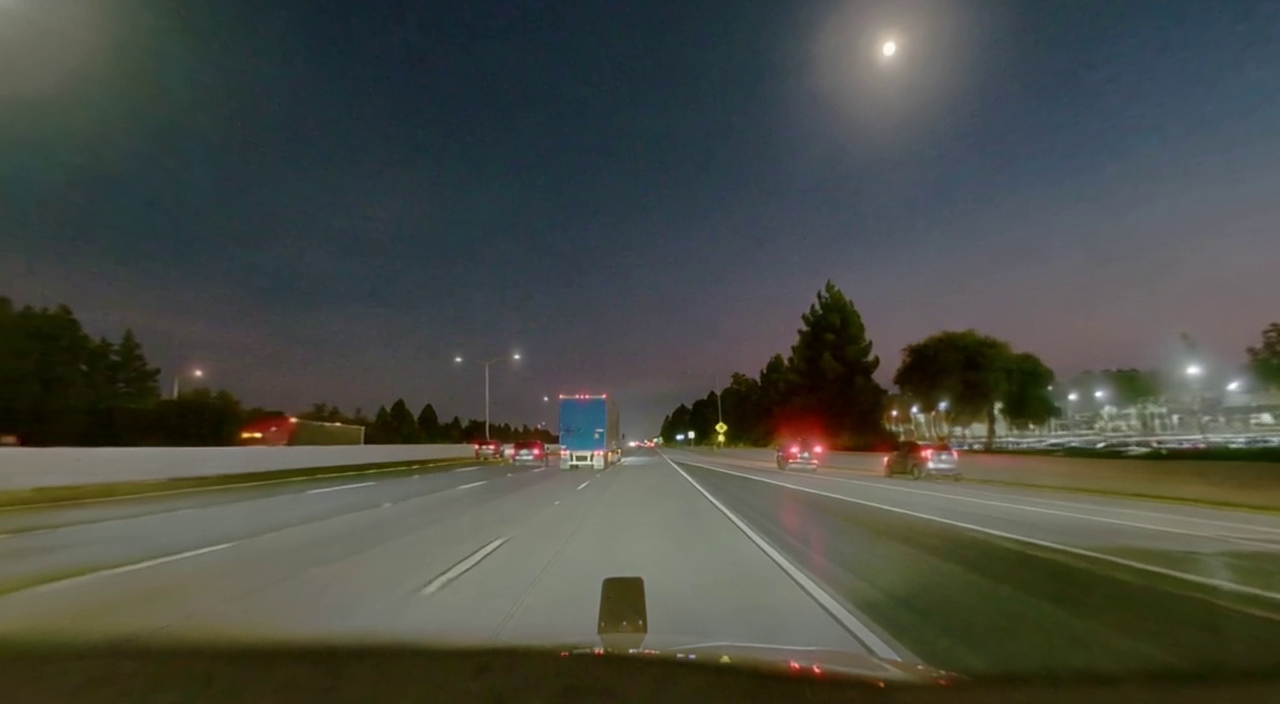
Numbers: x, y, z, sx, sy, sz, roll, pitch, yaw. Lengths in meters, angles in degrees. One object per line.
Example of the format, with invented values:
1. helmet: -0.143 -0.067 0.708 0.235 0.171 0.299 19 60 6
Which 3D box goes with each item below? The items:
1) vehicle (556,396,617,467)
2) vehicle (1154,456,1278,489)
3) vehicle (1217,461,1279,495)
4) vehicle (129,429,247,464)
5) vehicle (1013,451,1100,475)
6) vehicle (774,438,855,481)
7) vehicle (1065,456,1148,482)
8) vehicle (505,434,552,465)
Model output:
1. vehicle: -3.302 5.498 42.734 2.905 4.037 12.921 0 -8 1
2. vehicle: 28.204 5.875 30.933 4.526 1.446 1.814 1 -8 -6
3. vehicle: 28.148 5.517 27.787 3.680 1.349 1.826 0 -8 -4
4. vehicle: -29.611 6.260 41.751 2.711 2.115 6.705 -1 -8 2
5. vehicle: 27.343 7.260 41.441 4.388 1.500 1.913 0 -8 -4
6. vehicle: 7.497 4.653 27.626 2.083 1.706 4.129 0 -8 -4
7. vehicle: 28.042 7.023 37.949 3.637 1.360 1.728 -1 -8 -4
8. vehicle: -6.905 6.123 39.659 2.058 1.840 4.443 0 -8 1
